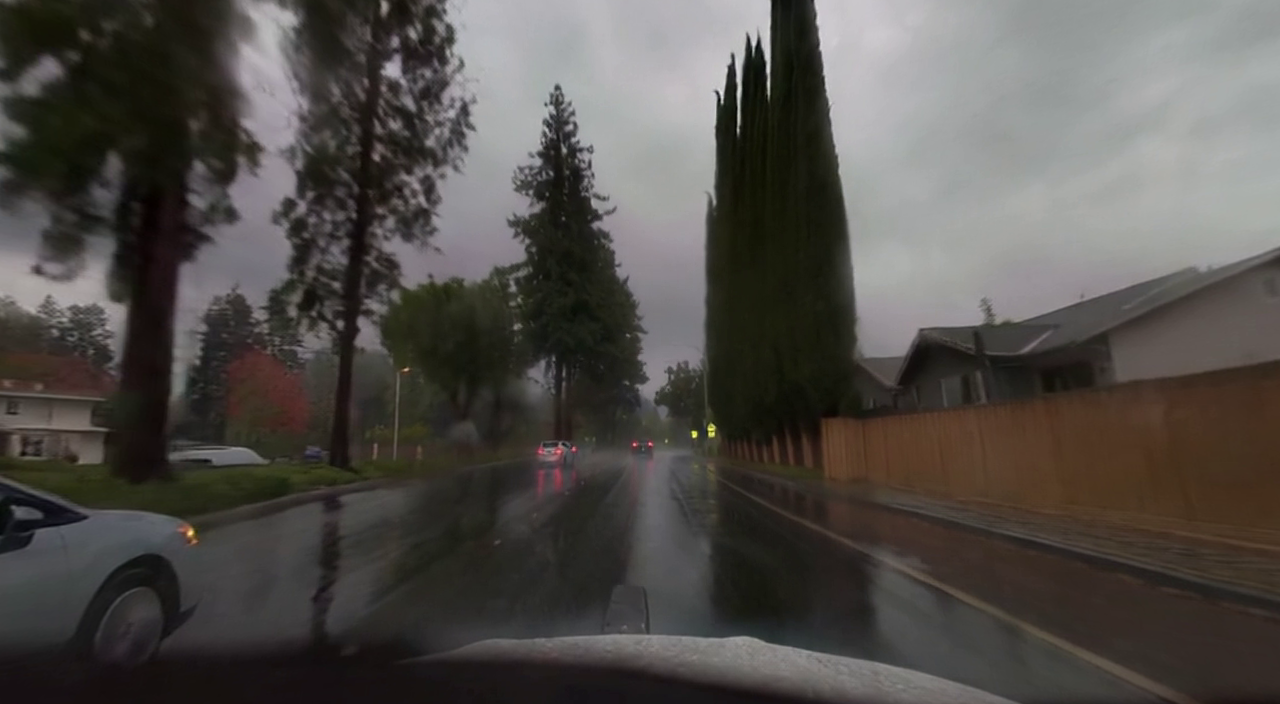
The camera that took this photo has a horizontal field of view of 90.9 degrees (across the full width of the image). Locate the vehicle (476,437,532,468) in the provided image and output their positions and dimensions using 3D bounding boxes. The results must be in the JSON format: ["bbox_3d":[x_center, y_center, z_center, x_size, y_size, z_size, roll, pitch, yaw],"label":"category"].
[{"bbox_3d":[-7.293,5.441,34.380,2.110,1.529,4.743,0,-8,-1],"label":"vehicle"}]

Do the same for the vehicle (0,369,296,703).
[{"bbox_3d":[-3.874,0.807,2.435,2.190,1.545,4.943,0,-8,2],"label":"vehicle"}]

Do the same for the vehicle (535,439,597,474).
[{"bbox_3d":[-3.344,4.805,29.293,2.188,1.473,4.651,0,-8,2],"label":"vehicle"}]
